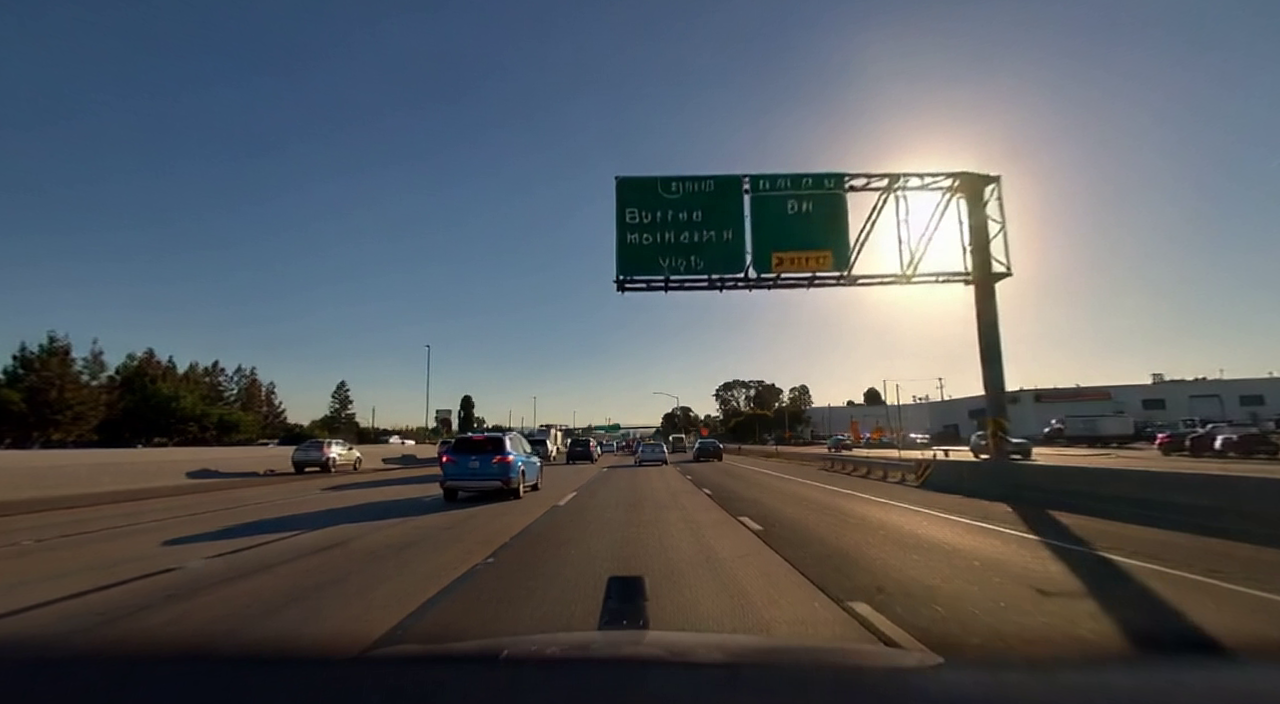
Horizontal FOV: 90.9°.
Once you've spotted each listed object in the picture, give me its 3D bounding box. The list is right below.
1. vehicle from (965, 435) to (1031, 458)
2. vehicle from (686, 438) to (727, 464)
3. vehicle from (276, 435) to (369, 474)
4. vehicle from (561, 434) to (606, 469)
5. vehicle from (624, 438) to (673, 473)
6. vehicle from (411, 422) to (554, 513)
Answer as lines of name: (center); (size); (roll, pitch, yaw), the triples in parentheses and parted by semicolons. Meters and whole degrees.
vehicle: (23.247, 6.149, 41.141); (1.809, 1.431, 4.430); (0, -8, 1)
vehicle: (4.099, 6.188, 39.453); (1.980, 1.492, 4.442); (0, -8, -1)
vehicle: (-15.032, 4.863, 30.205); (2.011, 1.708, 4.556); (0, -8, 1)
vehicle: (-2.963, 5.372, 34.249); (2.007, 1.730, 4.412); (0, -8, 0)
vehicle: (0.357, 4.680, 28.725); (2.090, 1.474, 3.970); (0, -8, 0)
vehicle: (-3.236, 2.487, 14.031); (1.961, 1.687, 4.453); (0, -8, 1)
